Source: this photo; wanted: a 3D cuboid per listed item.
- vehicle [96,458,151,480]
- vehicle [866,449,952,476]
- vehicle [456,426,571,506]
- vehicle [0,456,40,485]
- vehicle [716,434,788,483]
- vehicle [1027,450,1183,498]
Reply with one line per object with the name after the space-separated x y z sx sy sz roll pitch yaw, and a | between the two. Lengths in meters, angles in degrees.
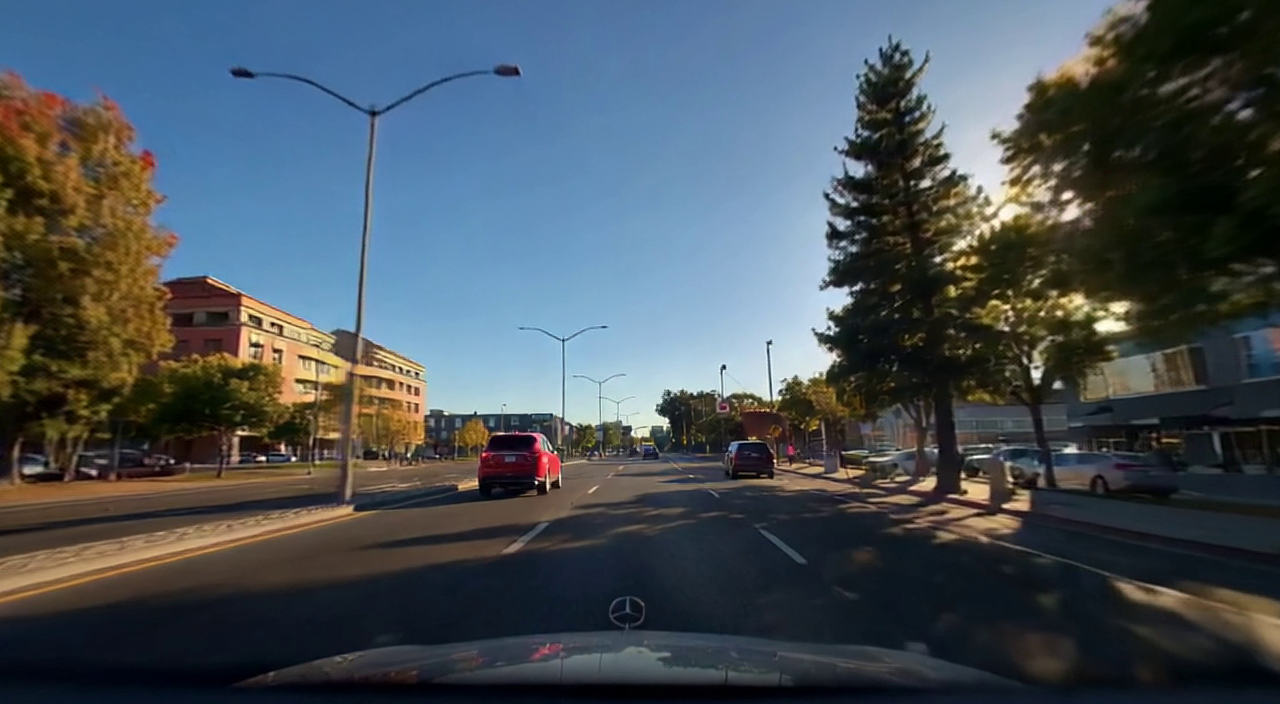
-38.785 8.730 47.281 3.857 1.463 1.808 -5 -9 29 | vehicle
16.888 6.934 39.692 4.479 1.445 1.946 -1 -8 -2 | vehicle
-3.136 2.925 16.696 2.047 1.810 4.414 0 -8 1 | vehicle
-38.480 7.132 38.032 4.355 1.541 1.919 -5 -9 28 | vehicle
4.425 4.277 25.628 2.083 1.779 4.347 0 -8 -1 | vehicle
15.583 4.050 21.215 4.133 1.475 1.833 2 -8 -12 | vehicle
